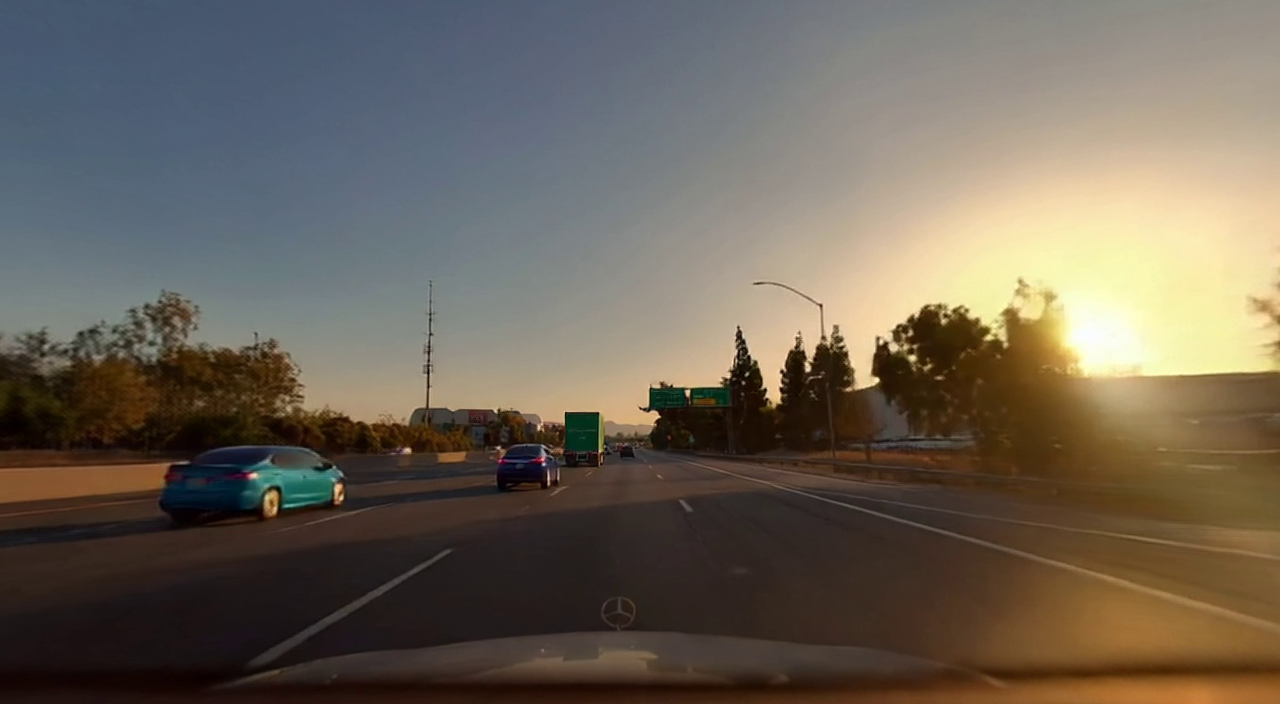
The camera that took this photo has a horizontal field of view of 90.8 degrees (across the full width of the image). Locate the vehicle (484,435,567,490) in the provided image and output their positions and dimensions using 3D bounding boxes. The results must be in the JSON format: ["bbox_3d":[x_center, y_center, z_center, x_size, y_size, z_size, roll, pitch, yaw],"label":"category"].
[{"bbox_3d":[-3.753,3.708,21.501,2.033,1.669,4.112,0,-9,0],"label":"vehicle"}]

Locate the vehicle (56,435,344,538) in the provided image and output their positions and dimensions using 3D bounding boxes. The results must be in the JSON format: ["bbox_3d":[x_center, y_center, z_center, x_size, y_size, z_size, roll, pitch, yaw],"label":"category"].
[{"bbox_3d":[-7.508,2.311,11.534,2.026,1.477,4.467,0,-9,0],"label":"vehicle"}]
